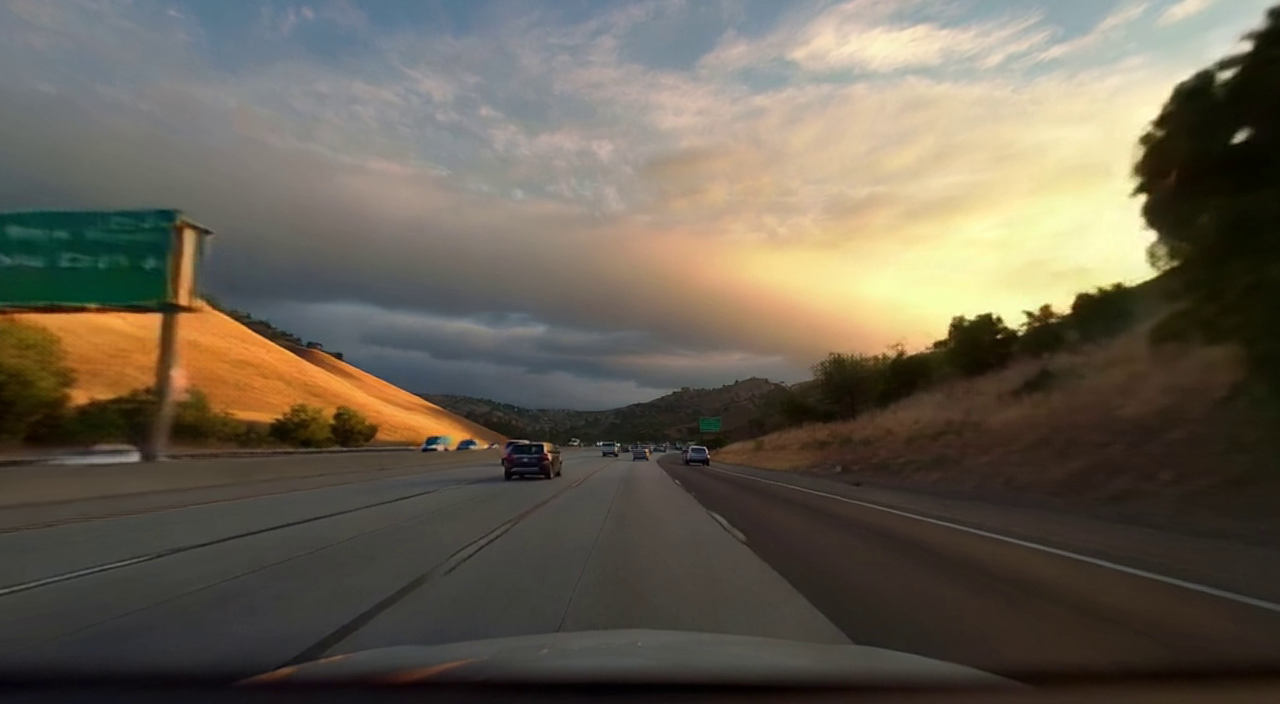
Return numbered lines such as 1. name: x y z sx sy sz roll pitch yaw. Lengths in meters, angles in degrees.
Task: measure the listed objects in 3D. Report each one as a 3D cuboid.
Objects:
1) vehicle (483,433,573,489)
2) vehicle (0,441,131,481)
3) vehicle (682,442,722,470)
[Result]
1. vehicle: -3.674 3.676 21.703 2.166 1.700 4.661 0 -9 1
2. vehicle: -25.372 4.752 27.850 2.010 1.580 4.522 0 -8 1
3. vehicle: 4.172 7.073 43.151 2.164 1.788 4.500 0 -8 -1
